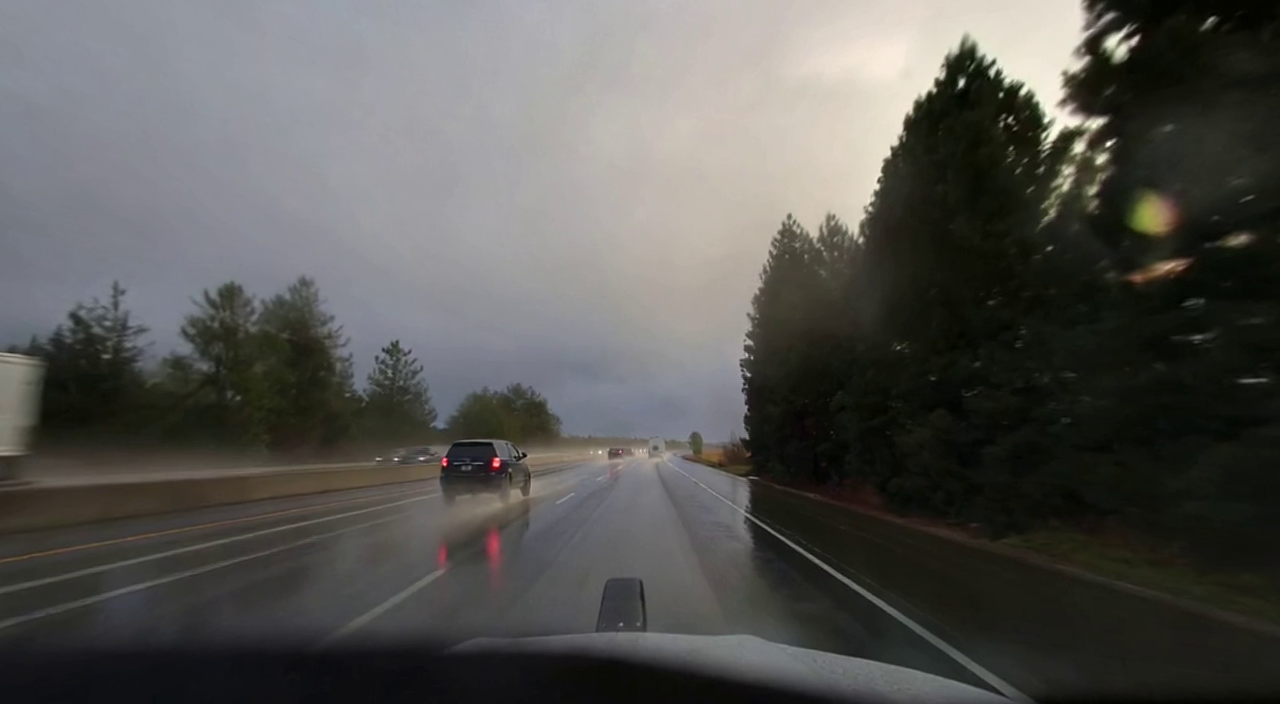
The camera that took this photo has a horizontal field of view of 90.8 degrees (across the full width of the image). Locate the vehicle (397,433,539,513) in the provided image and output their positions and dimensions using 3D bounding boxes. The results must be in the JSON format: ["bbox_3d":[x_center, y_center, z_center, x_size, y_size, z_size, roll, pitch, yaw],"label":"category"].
[{"bbox_3d":[-4.061,2.944,15.899,2.188,1.692,4.623,0,-9,1],"label":"vehicle"}]
